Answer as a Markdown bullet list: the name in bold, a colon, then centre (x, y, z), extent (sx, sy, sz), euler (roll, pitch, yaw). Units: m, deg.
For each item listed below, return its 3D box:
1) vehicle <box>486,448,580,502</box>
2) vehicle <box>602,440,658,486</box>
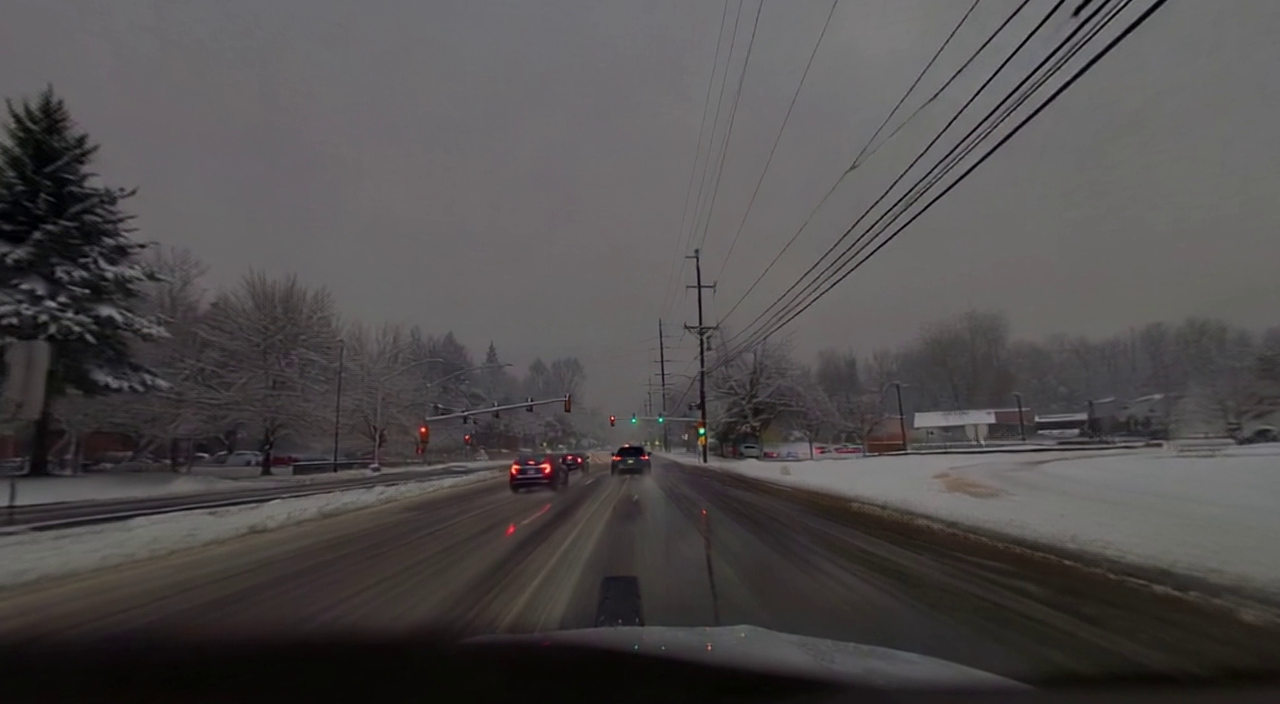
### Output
- **vehicle**: centre (-3.183, 3.756, 19.827), extent (2.064, 1.464, 4.373), euler (0, -8, 2)
- **vehicle**: centre (-0.382, 4.806, 27.743), extent (2.276, 1.850, 3.897), euler (0, -8, 1)
